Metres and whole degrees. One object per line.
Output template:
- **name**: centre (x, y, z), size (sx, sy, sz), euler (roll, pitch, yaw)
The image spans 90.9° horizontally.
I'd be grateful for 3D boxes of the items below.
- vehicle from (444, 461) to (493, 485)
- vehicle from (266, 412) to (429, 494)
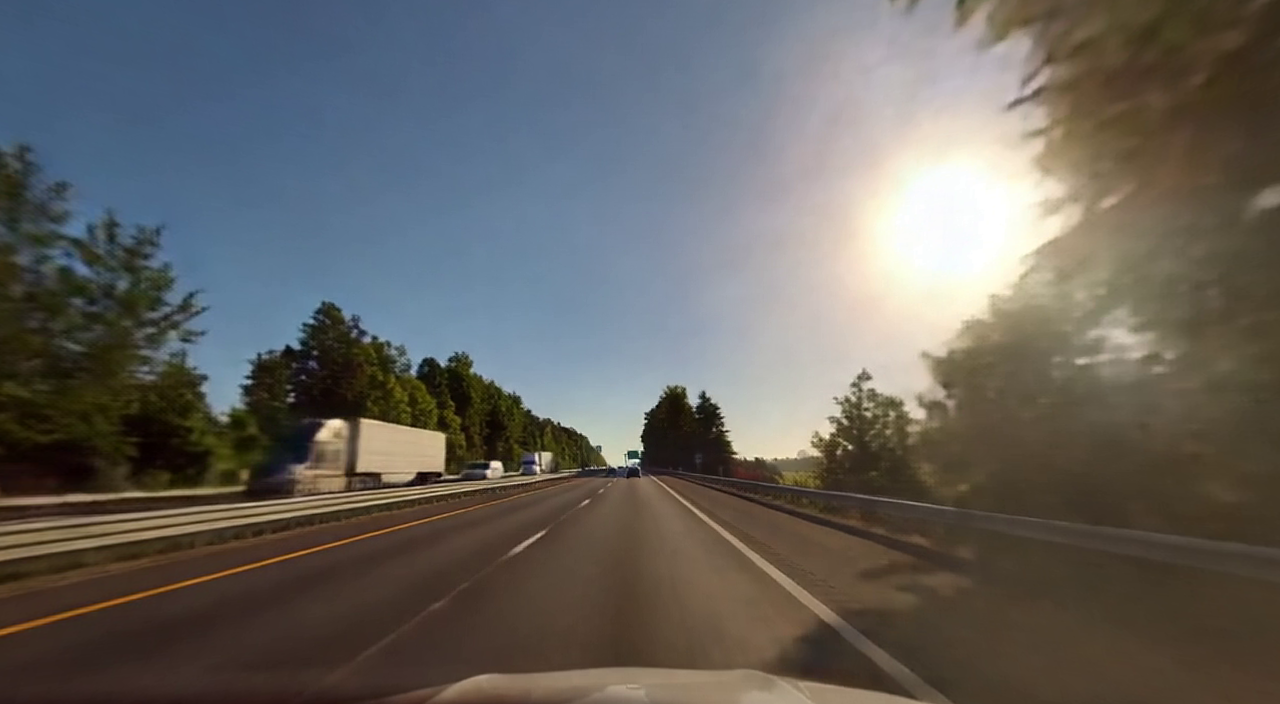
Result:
- **vehicle**: centre (-12.077, 8.569, 44.762), size (2.189, 1.563, 4.504), euler (0, -10, 0)
- **vehicle**: centre (-16.689, 6.230, 37.958), size (2.926, 3.957, 14.303), euler (1, -11, 0)
